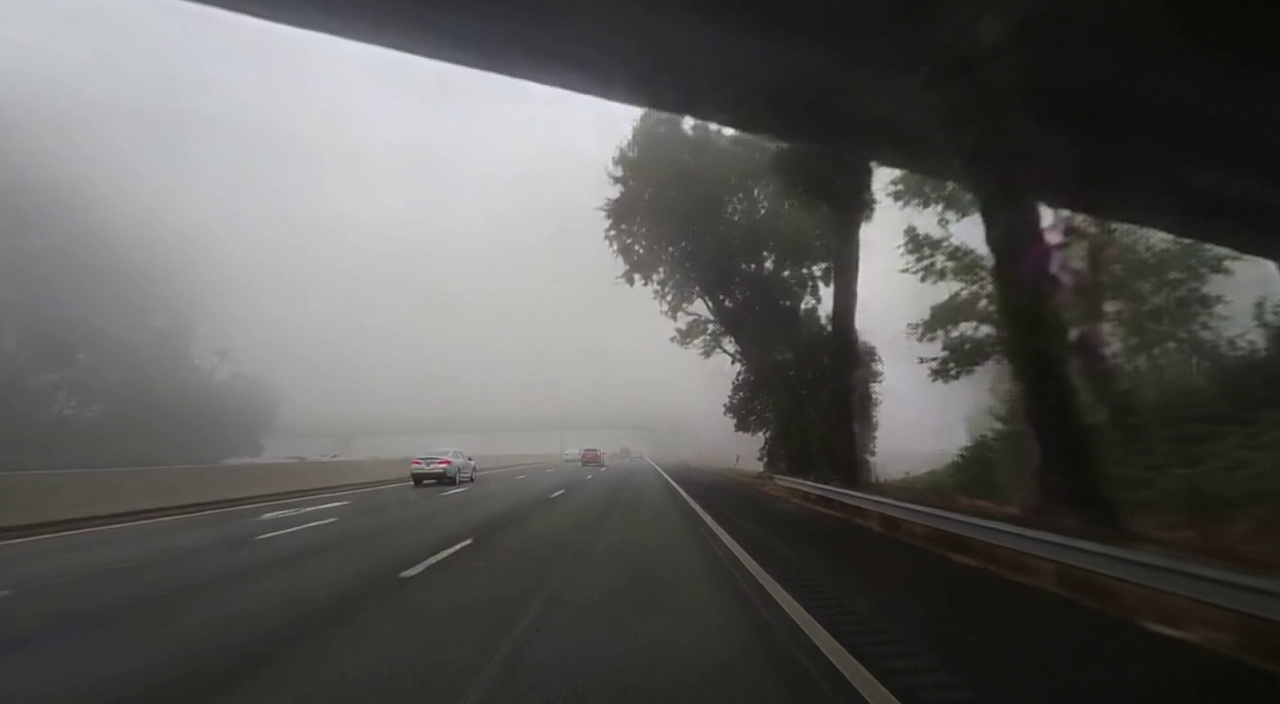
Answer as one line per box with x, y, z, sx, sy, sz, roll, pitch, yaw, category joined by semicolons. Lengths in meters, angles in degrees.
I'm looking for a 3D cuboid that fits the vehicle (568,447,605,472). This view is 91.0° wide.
-3.608;7.364;43.295;2.102;1.571;4.666;0;-9;1;vehicle

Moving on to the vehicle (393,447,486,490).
-7.592;4.441;24.406;2.002;1.507;4.631;0;-9;1;vehicle
